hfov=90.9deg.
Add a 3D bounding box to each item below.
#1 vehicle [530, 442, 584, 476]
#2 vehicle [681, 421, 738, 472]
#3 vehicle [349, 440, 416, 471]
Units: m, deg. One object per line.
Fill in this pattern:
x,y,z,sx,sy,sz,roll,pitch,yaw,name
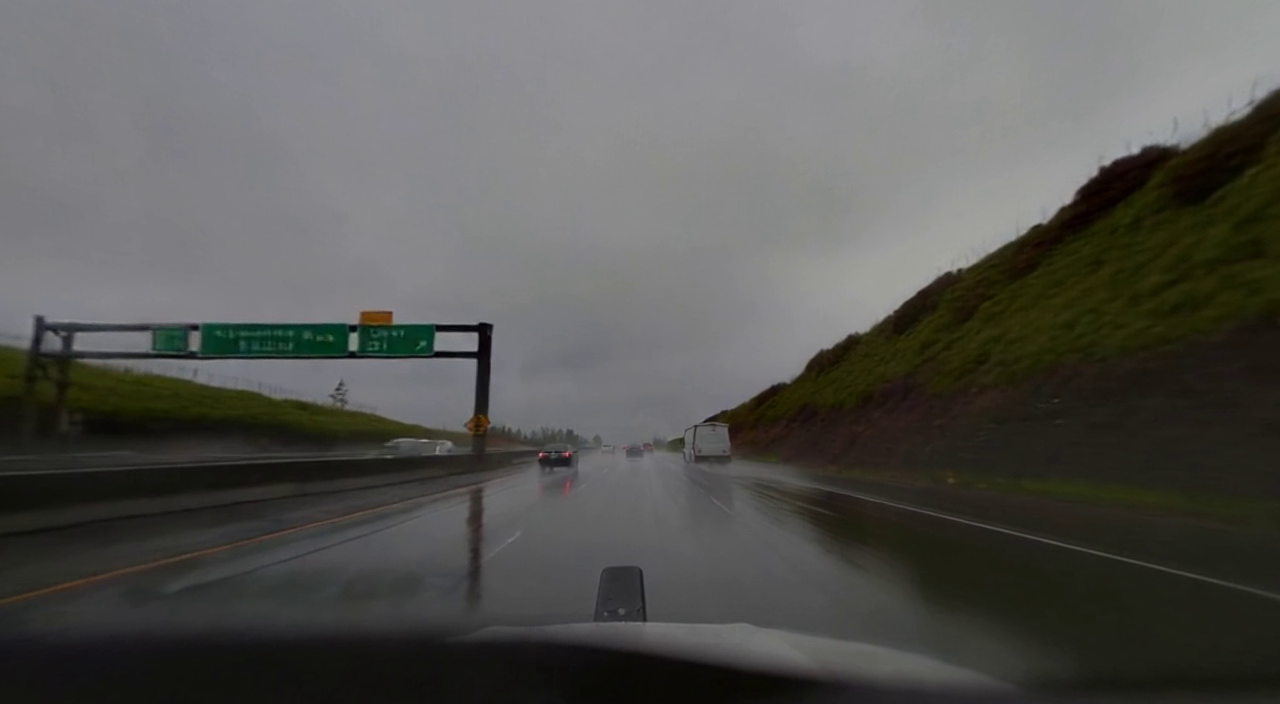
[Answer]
-4.029,5.327,31.477,2.054,1.529,4.368,0,-9,1,vehicle
3.766,5.314,35.367,2.361,2.636,5.684,0,-9,-1,vehicle
-12.331,4.975,30.458,1.668,1.382,3.740,0,-9,0,vehicle
